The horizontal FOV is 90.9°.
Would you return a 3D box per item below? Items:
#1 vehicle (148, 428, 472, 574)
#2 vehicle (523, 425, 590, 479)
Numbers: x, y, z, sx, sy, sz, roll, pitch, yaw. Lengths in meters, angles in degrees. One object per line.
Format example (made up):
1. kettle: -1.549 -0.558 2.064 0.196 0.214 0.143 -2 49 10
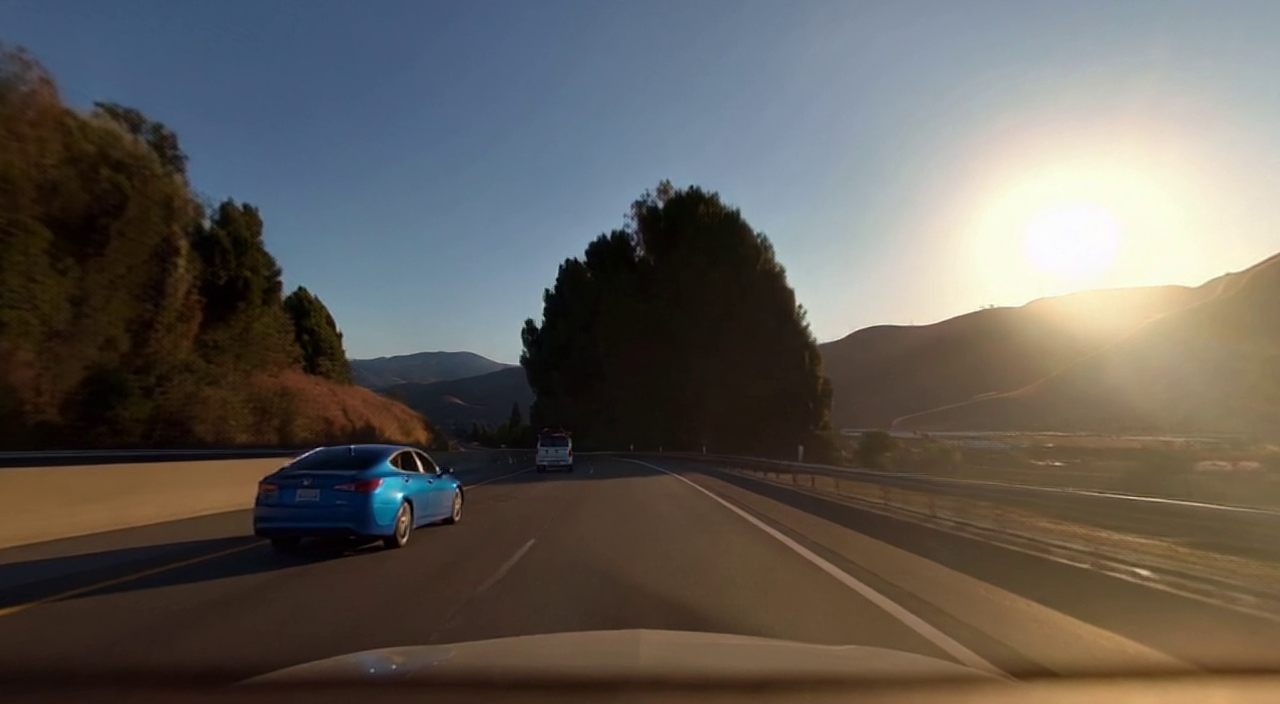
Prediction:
1. vehicle: -4.073 1.908 8.945 2.097 1.511 4.585 0 -9 0
2. vehicle: -3.707 4.583 29.103 2.444 2.204 5.568 0 -9 -1
